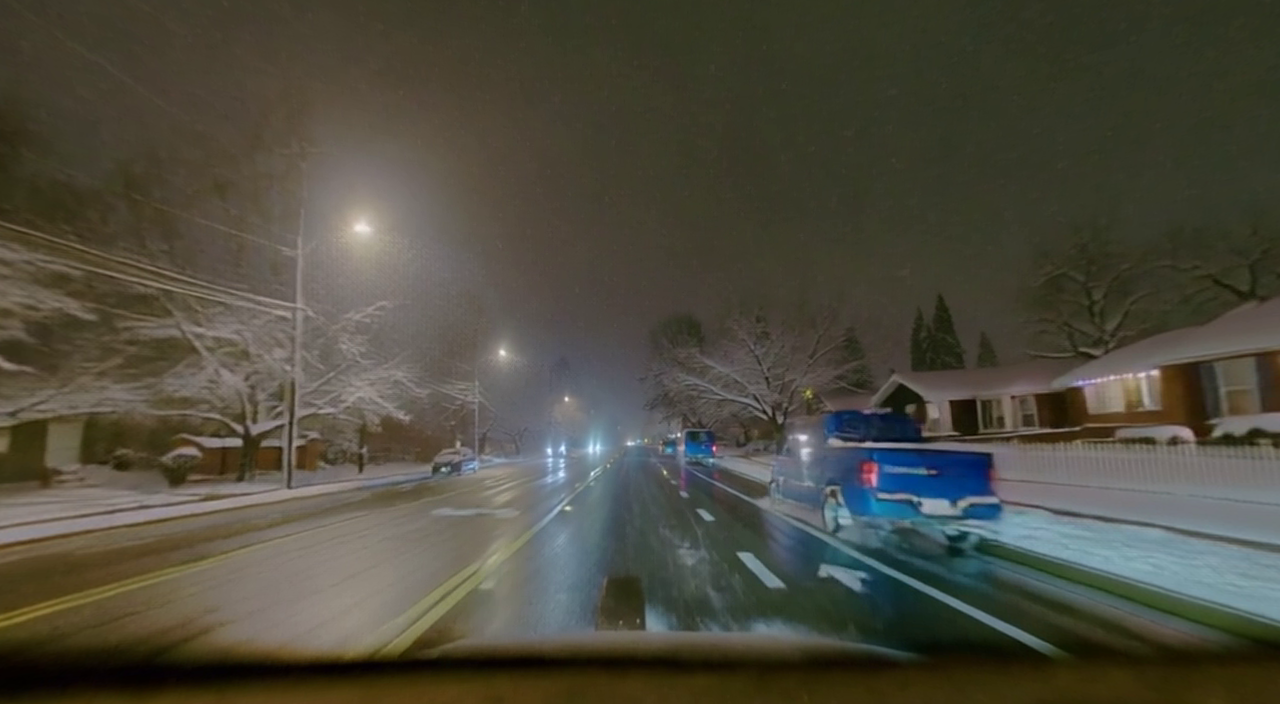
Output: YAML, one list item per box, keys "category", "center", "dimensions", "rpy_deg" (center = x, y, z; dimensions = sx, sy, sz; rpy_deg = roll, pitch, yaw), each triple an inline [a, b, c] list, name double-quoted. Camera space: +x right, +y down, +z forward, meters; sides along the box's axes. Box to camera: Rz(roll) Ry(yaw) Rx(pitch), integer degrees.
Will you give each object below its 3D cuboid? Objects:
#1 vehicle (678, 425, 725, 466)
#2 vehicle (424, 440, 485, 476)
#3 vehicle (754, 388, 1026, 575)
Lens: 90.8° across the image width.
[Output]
- category: "vehicle"
  center: [3.954, 6.106, 41.442]
  dimensions: [2.459, 2.452, 5.731]
  rpy_deg: [1, -8, -1]
- category: "vehicle"
  center: [-11.195, 6.386, 38.454]
  dimensions: [2.301, 1.855, 4.983]
  rpy_deg: [-4, -8, -1]
- category: "vehicle"
  center: [3.738, 2.050, 11.039]
  dimensions: [2.504, 2.114, 6.073]
  rpy_deg: [5, -8, 3]
